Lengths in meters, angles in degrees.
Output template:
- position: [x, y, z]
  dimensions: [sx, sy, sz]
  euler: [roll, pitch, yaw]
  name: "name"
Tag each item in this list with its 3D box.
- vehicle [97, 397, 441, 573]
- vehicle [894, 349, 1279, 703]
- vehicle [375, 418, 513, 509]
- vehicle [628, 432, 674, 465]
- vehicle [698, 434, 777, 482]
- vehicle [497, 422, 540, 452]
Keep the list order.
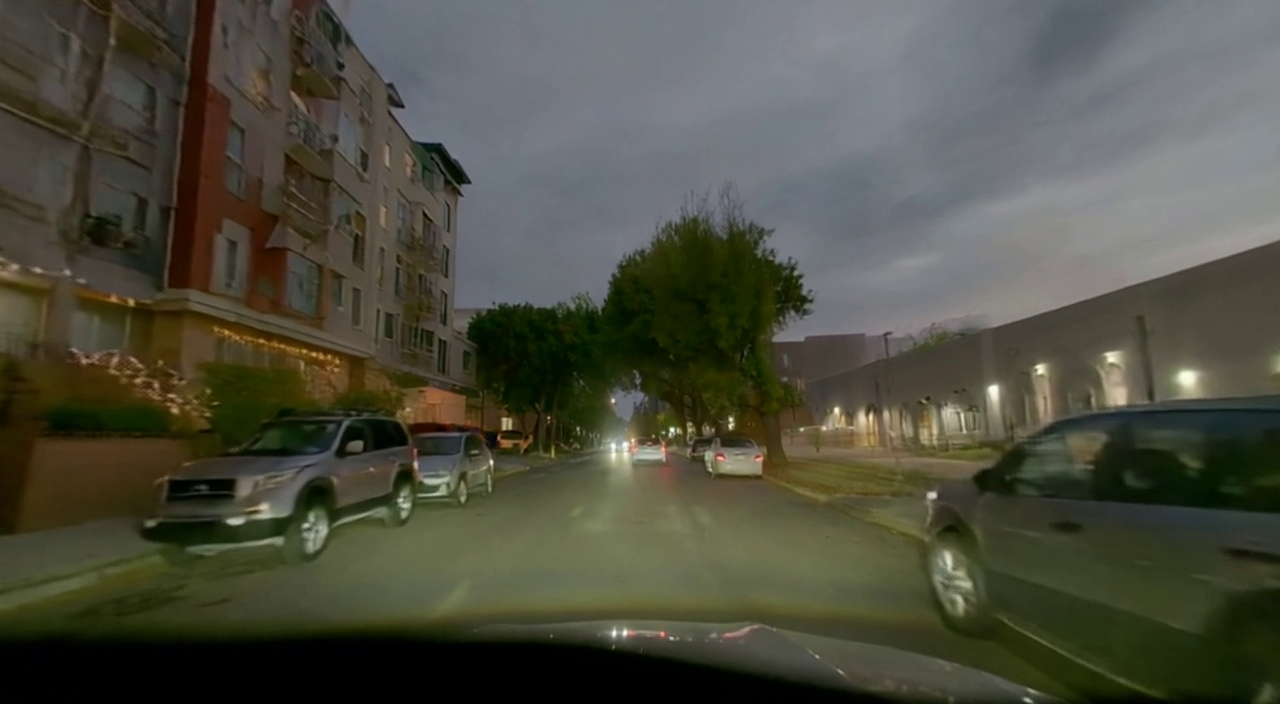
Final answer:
- position: [-4.574, 1.538, 8.766]
  dimensions: [2.022, 1.721, 4.355]
  euler: [1, -3, 2]
  name: "vehicle"
- position: [3.030, 0.979, 3.106]
  dimensions: [1.901, 1.649, 4.118]
  euler: [0, -8, 1]
  name: "vehicle"
- position: [-4.254, 2.402, 14.316]
  dimensions: [1.911, 1.573, 3.637]
  euler: [2, -3, 0]
  name: "vehicle"
- position: [0.526, 4.669, 30.570]
  dimensions: [2.095, 1.510, 3.605]
  euler: [0, -8, 1]
  name: "vehicle"
- position: [3.248, 3.614, 21.835]
  dimensions: [2.086, 1.498, 4.280]
  euler: [0, -8, 1]
  name: "vehicle"
- position: [-7.930, 5.584, 41.517]
  dimensions: [2.010, 1.747, 4.266]
  euler: [0, -5, 0]
  name: "vehicle"
